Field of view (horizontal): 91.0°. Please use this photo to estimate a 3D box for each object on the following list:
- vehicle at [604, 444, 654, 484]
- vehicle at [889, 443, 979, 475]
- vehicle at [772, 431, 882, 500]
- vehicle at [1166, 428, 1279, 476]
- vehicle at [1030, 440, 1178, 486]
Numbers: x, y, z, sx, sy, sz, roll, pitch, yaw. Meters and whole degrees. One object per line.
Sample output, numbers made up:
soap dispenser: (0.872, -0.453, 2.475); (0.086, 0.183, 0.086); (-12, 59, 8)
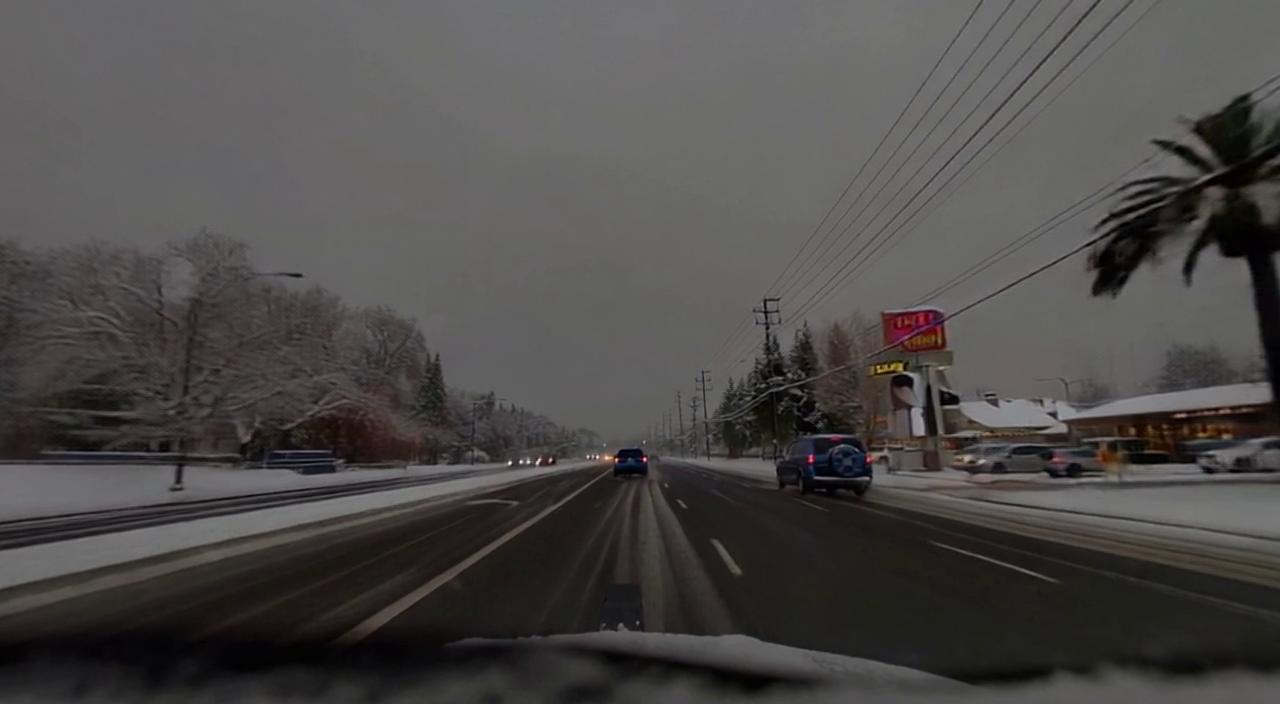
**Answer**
vehicle: (-0.484, 5.064, 28.854); (2.138, 1.672, 4.168); (0, -9, 0)
vehicle: (17.381, 6.320, 37.344); (4.323, 1.466, 1.878); (-5, -9, 1)
vehicle: (5.756, 3.556, 20.087); (2.107, 1.928, 4.471); (0, -9, 0)
vehicle: (27.683, 4.525, 28.684); (2.343, 1.886, 5.732); (-4, -9, 0)
vehicle: (17.576, 4.210, 23.988); (4.008, 1.432, 1.913); (-4, -9, 0)
